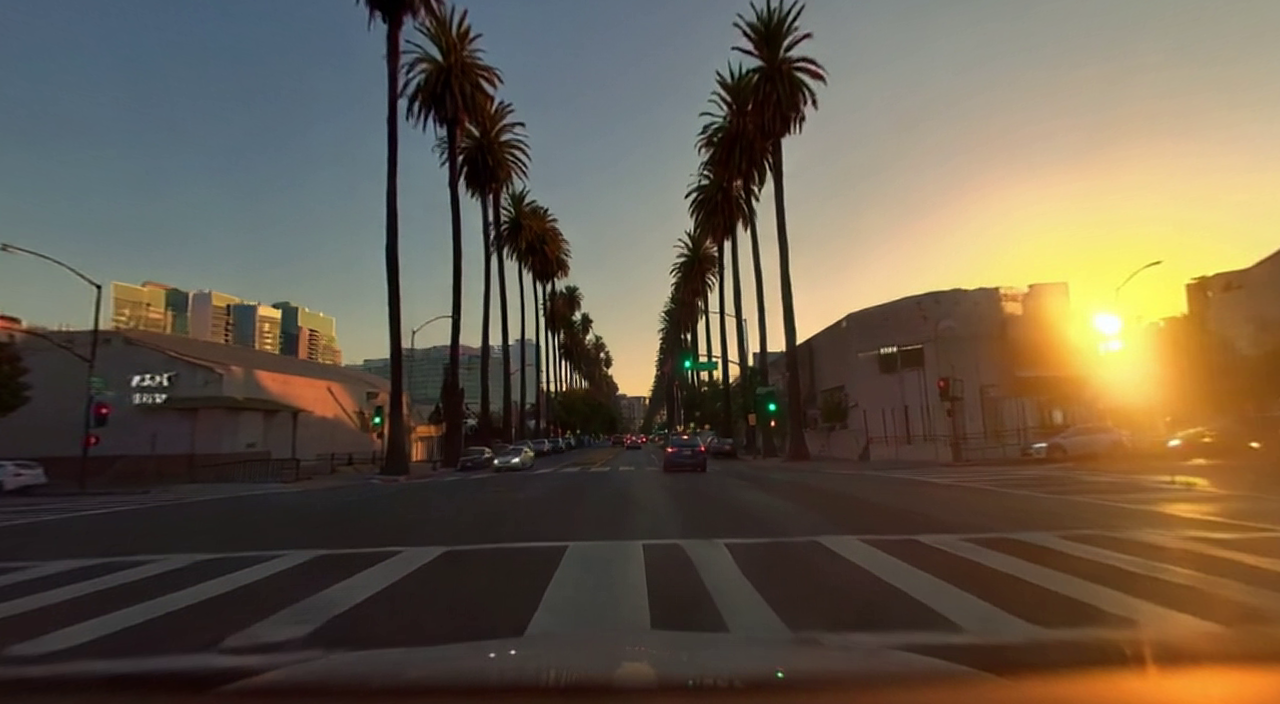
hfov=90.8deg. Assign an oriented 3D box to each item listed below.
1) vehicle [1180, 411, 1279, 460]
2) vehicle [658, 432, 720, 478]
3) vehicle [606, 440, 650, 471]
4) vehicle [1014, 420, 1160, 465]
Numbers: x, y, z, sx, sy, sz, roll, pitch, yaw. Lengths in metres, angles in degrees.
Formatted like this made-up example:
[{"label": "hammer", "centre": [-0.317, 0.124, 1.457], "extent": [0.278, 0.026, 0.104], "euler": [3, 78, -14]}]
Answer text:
[{"label": "vehicle", "centre": [25.604, 3.405, 25.755], "extent": [5.130, 1.875, 2.118], "euler": [0, -8, -1]}, {"label": "vehicle", "centre": [1.895, 4.157, 25.828], "extent": [2.003, 1.702, 4.288], "euler": [0, -8, -3]}, {"label": "vehicle", "centre": [-0.649, 5.164, 31.719], "extent": [2.088, 1.452, 3.993], "euler": [0, -8, -2]}, {"label": "vehicle", "centre": [17.688, 3.612, 25.182], "extent": [4.277, 1.665, 2.006], "euler": [0, -8, -1]}]
